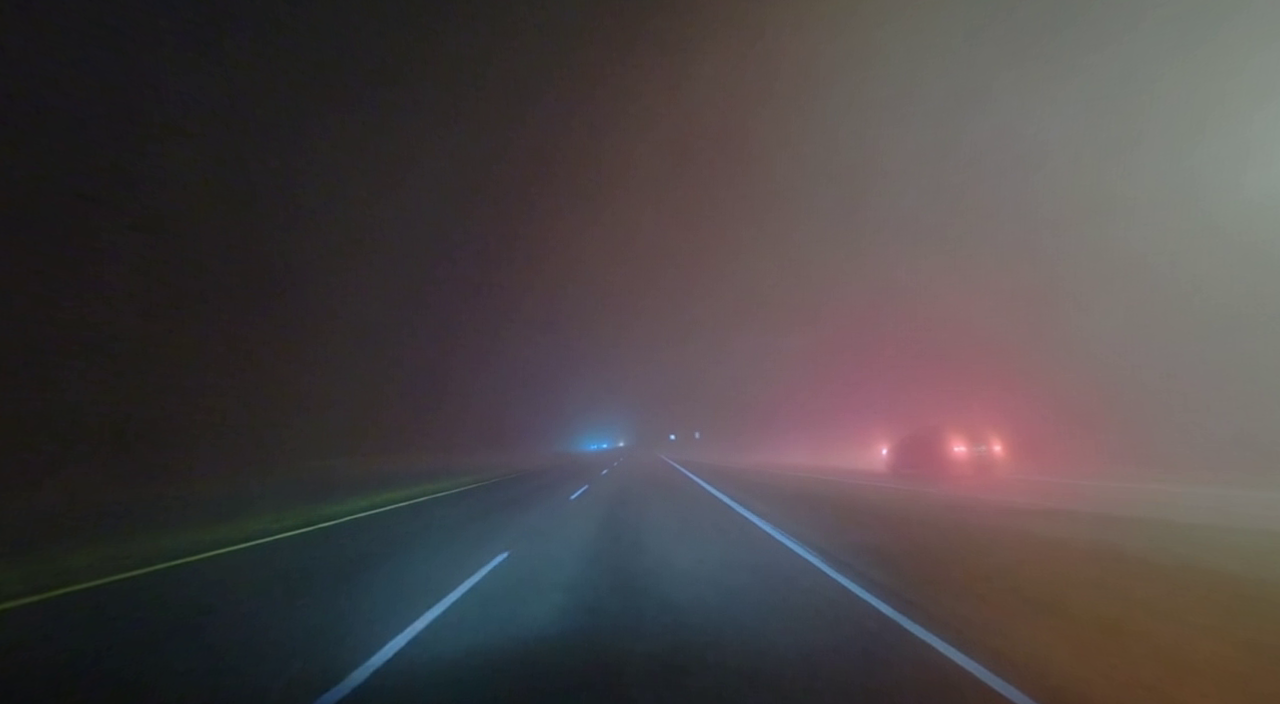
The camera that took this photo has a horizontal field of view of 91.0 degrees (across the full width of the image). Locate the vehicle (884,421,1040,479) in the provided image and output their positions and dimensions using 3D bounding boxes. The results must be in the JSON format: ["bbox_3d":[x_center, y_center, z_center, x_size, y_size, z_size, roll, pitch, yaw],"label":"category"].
[{"bbox_3d":[11.940,3.673,23.895,2.328,1.916,5.227,1,-8,-13],"label":"vehicle"}]
